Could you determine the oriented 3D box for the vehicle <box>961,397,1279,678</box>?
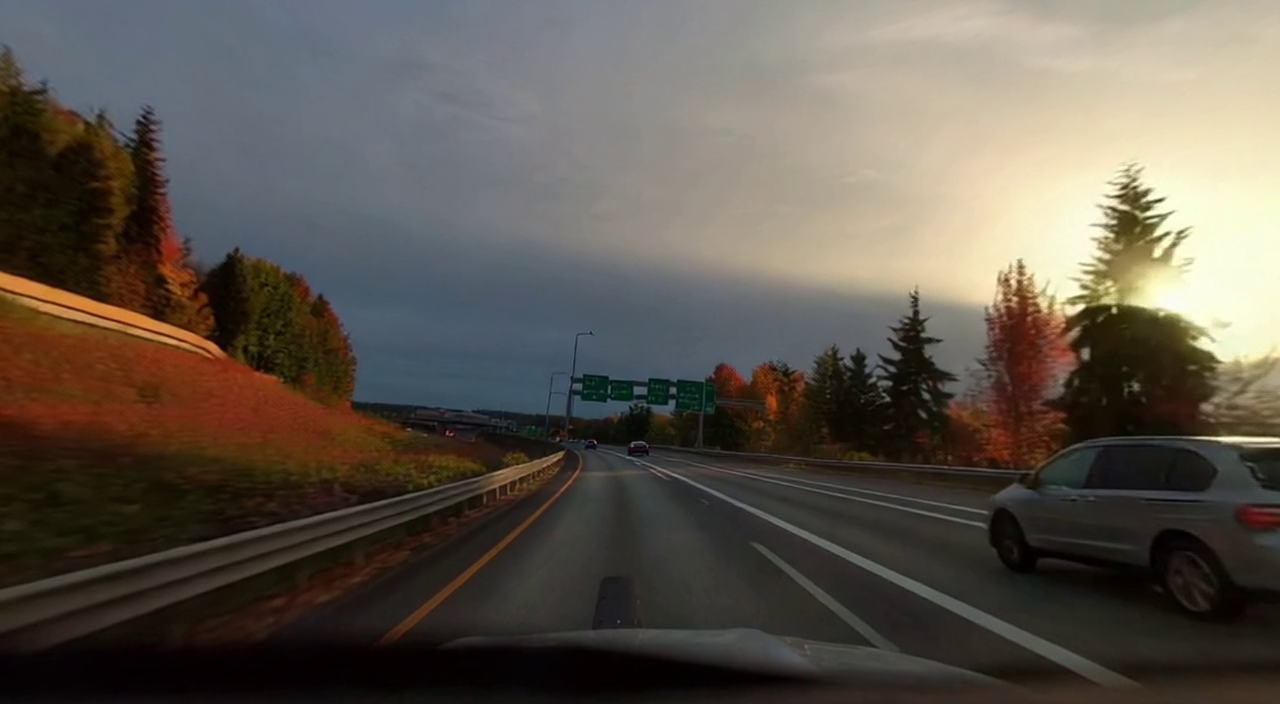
[{"bbox_3d":[4.491,1.203,4.672,1.952,1.536,4.036,-1,-9,-1],"label":"vehicle"}]
